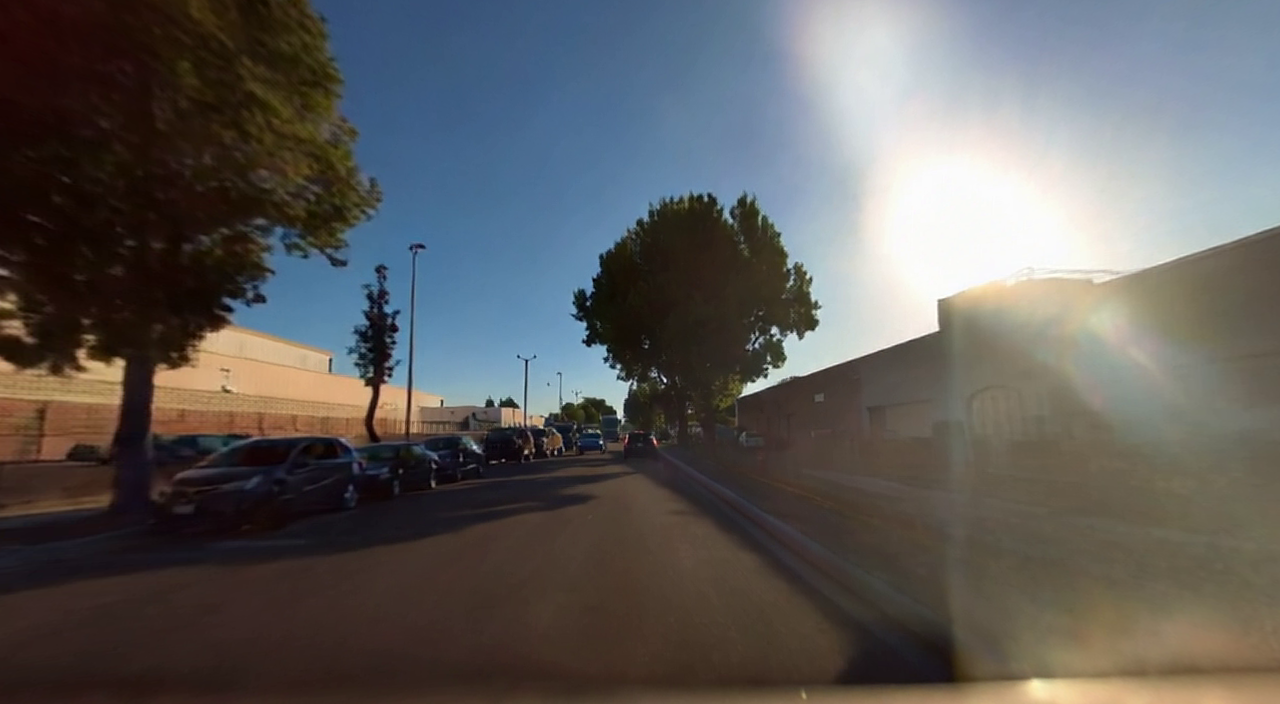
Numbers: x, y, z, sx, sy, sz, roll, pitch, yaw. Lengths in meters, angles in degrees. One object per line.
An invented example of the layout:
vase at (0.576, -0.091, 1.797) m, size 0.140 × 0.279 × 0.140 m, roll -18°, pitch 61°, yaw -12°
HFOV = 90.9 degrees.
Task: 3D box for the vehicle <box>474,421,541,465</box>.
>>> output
vehicle at (-6.436, 4.531, 31.364) m, size 2.139 × 1.943 × 5.295 m, roll -1°, pitch -8°, yaw 1°

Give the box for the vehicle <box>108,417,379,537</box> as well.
vehicle at (-6.374, 1.987, 10.866) m, size 1.926 × 1.647 × 4.185 m, roll 0°, pitch -7°, yaw 0°

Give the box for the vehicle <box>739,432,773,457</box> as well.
vehicle at (8.309, 6.639, 45.483) m, size 1.874 × 1.669 × 4.083 m, roll 0°, pitch -7°, yaw 3°

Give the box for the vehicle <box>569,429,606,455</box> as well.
vehicle at (-3.677, 6.370, 44.886) m, size 2.157 × 1.703 × 4.310 m, roll 0°, pitch -7°, yaw 1°

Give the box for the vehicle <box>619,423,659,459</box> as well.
vehicle at (-0.027, 4.990, 35.634) m, size 2.152 × 1.874 × 4.042 m, roll 0°, pitch -7°, yaw 1°
